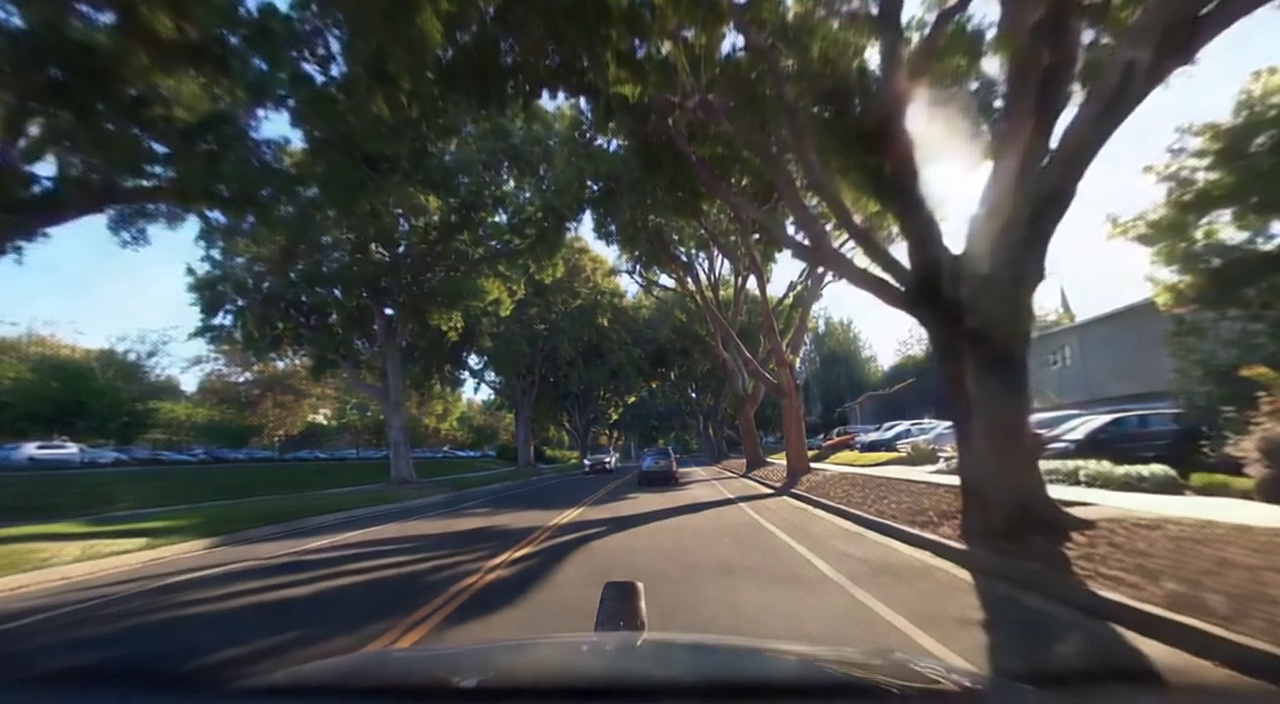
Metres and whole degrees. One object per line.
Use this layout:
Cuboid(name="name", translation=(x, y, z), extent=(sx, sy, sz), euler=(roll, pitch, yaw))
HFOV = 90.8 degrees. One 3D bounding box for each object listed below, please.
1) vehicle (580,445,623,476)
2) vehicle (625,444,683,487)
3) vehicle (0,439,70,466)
Cuboid(name="vehicle", translation=(-2.267, 6.523, 38.242), extent=(2.078, 1.720, 3.822), euler=(-1, -8, 4))
Cuboid(name="vehicle", translation=(0.660, 4.587, 25.850), extent=(2.152, 1.574, 4.223), euler=(-1, -8, 4))
Cuboid(name="vehicle", translation=(-45.522, 7.306, 45.823), extent=(2.560, 1.858, 5.752), euler=(-4, -9, 7))
